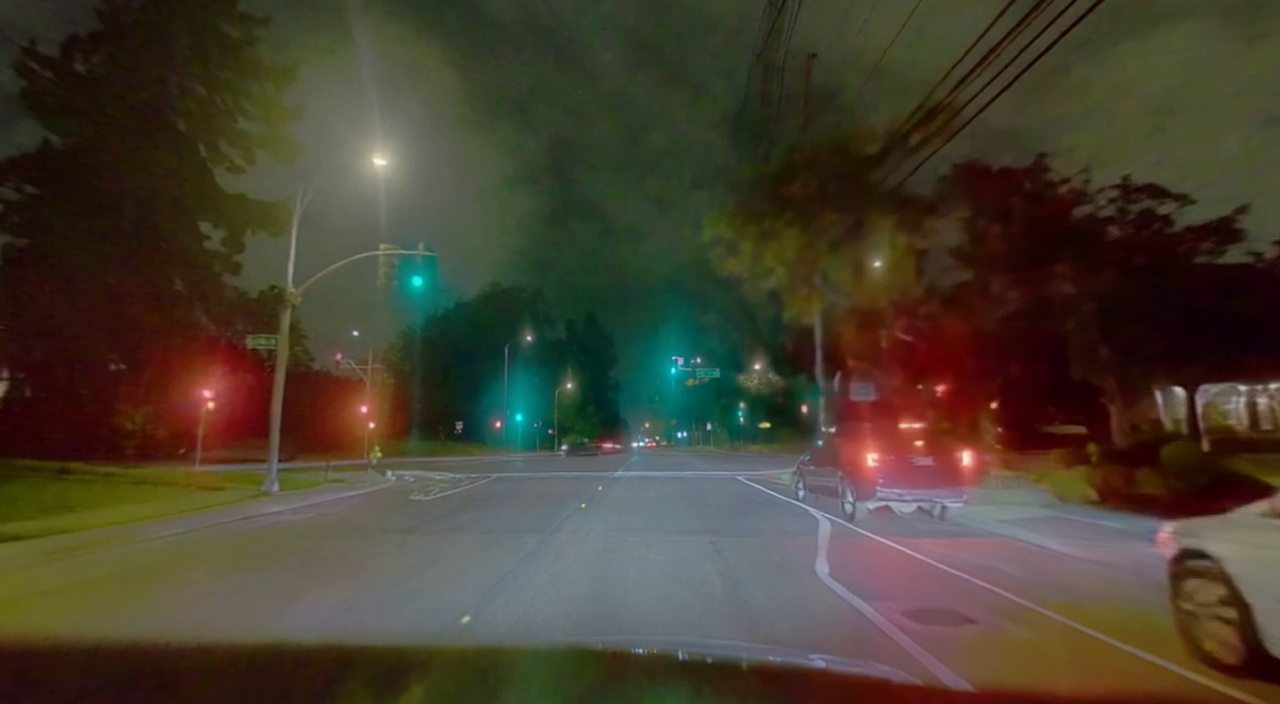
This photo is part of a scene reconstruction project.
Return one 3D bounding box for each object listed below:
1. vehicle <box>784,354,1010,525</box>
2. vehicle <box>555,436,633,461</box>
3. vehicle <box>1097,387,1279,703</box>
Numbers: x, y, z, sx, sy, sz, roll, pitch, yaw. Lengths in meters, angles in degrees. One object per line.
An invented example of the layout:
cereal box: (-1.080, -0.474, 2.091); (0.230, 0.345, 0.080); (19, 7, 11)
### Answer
vehicle: (4.780, 1.772, 12.851); (2.398, 2.806, 4.857); (0, -8, -1)
vehicle: (-2.817, 5.976, 39.044); (4.606, 1.452, 1.917); (-1, -8, 3)
vehicle: (4.560, 0.891, 2.313); (2.202, 1.712, 4.813); (0, -8, 1)
